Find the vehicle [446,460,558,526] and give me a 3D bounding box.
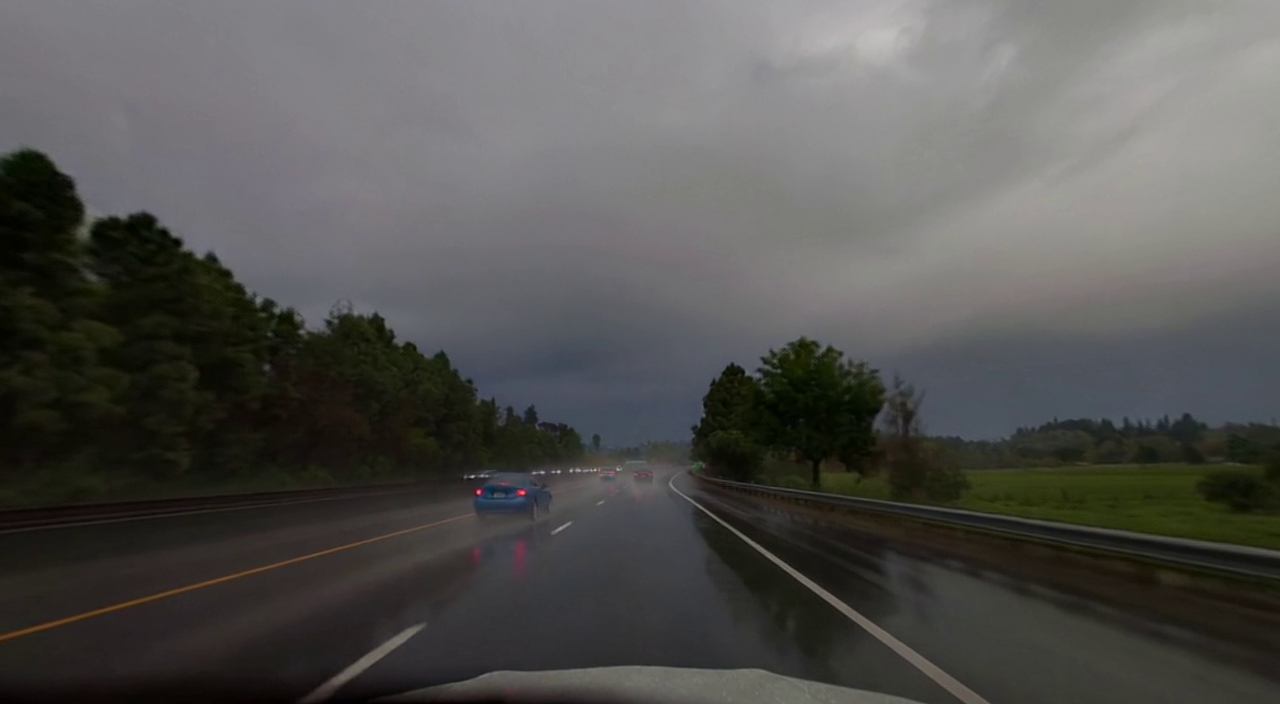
[{"bbox_3d":[-3.620,3.825,17.439,2.047,1.523,4.279,1,-11,1],"label":"vehicle"}]
